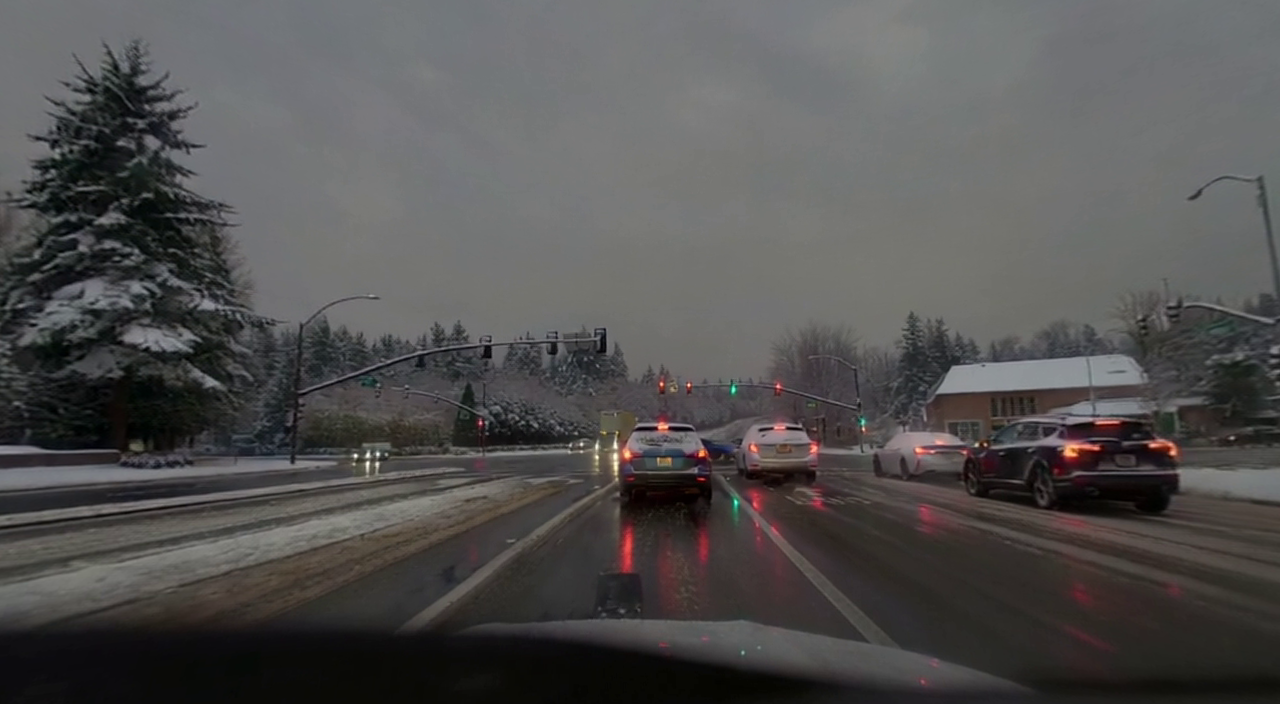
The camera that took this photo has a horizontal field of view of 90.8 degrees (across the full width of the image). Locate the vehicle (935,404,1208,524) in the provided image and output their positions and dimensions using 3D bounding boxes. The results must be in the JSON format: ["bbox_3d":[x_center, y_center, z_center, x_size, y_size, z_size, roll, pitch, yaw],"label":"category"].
[{"bbox_3d":[7.564,2.023,11.813,2.074,1.791,4.393,0,-9,2],"label":"vehicle"}]

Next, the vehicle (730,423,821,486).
[{"bbox_3d":[4.190,3.262,20.378,2.188,1.774,4.646,0,-9,4],"label":"vehicle"}]

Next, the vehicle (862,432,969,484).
[{"bbox_3d":[8.691,3.384,20.371,1.862,1.471,4.297,-1,-9,5],"label":"vehicle"}]

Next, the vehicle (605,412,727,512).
[{"bbox_3d":[0.541,2.300,13.612,2.211,1.795,4.179,0,-9,2],"label":"vehicle"}]
